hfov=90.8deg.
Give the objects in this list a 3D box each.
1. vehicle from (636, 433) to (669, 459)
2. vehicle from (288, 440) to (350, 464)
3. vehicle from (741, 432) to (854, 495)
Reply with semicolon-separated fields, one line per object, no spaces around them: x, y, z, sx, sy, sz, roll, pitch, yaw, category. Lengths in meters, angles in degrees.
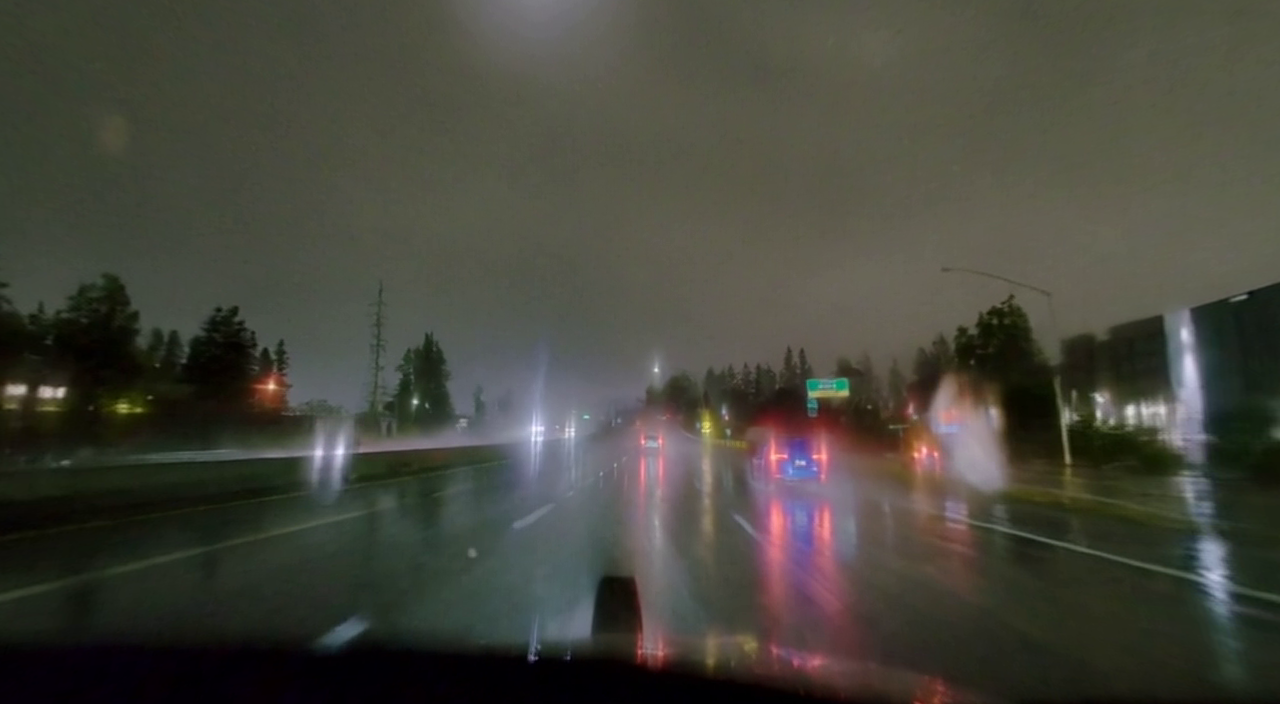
0.855;6.582;44.074;2.127;1.692;4.382;0;-9;1;vehicle
-23.881;7.449;47.207;1.937;1.623;4.882;0;-9;2;vehicle
4.252;3.095;17.902;2.029;1.528;4.644;0;-9;0;vehicle
